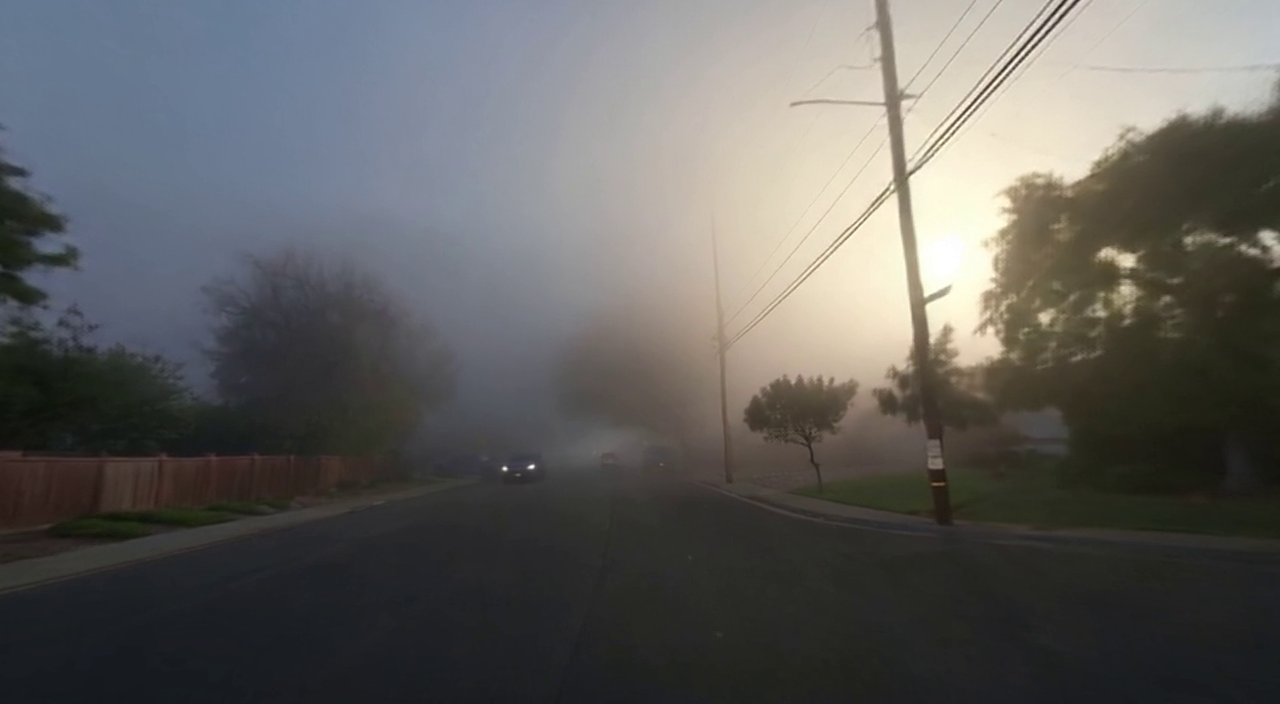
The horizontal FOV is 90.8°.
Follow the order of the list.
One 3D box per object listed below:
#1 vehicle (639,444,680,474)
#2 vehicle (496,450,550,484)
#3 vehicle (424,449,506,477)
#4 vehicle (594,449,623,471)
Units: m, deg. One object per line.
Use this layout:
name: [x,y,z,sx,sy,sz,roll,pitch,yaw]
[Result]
vehicle: [1.249,7.387,44.036,2.394,1.901,5.759,0,-9,-3]
vehicle: [-5.786,5.719,31.710,1.926,1.513,4.236,0,-9,0]
vehicle: [-11.712,7.456,42.515,4.947,1.769,2.023,0,-9,-1]
vehicle: [-2.324,7.974,46.765,2.064,1.477,3.968,0,-9,-2]
